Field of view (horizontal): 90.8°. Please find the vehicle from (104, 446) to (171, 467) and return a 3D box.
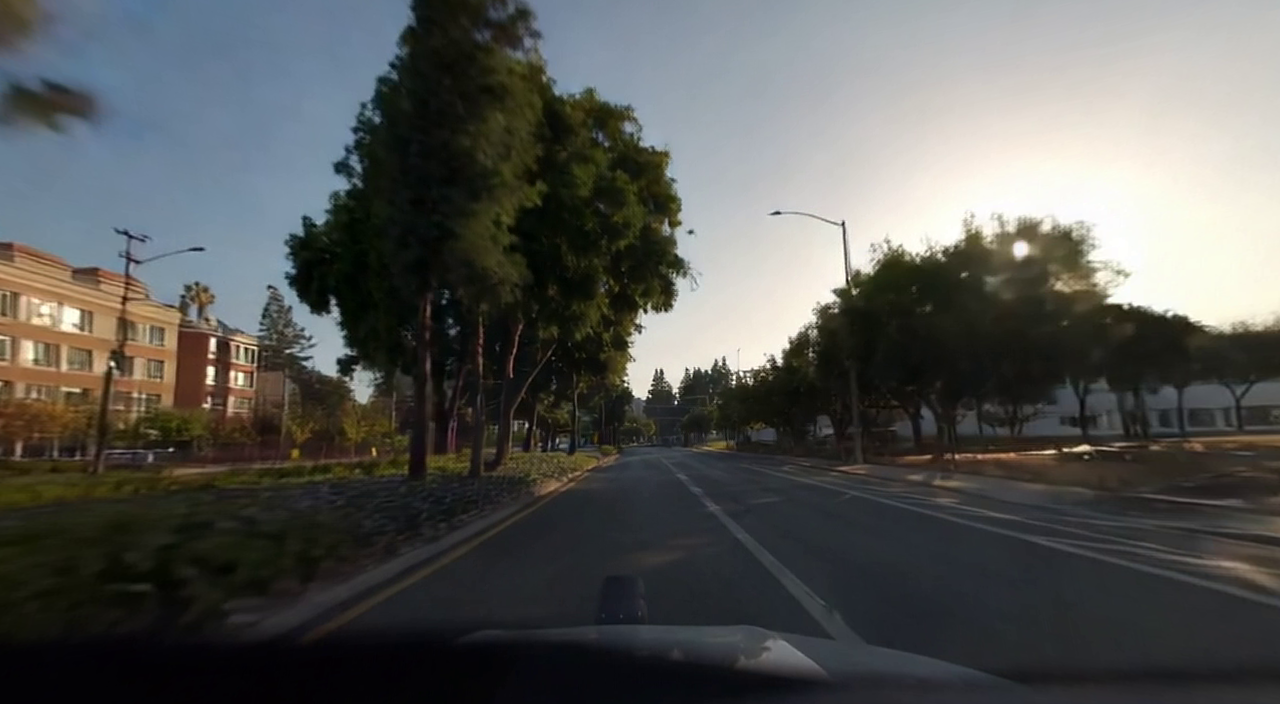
[{"bbox_3d":[-38.391,7.977,48.422,1.913,1.545,4.055,0,-9,-3],"label":"vehicle"}]
